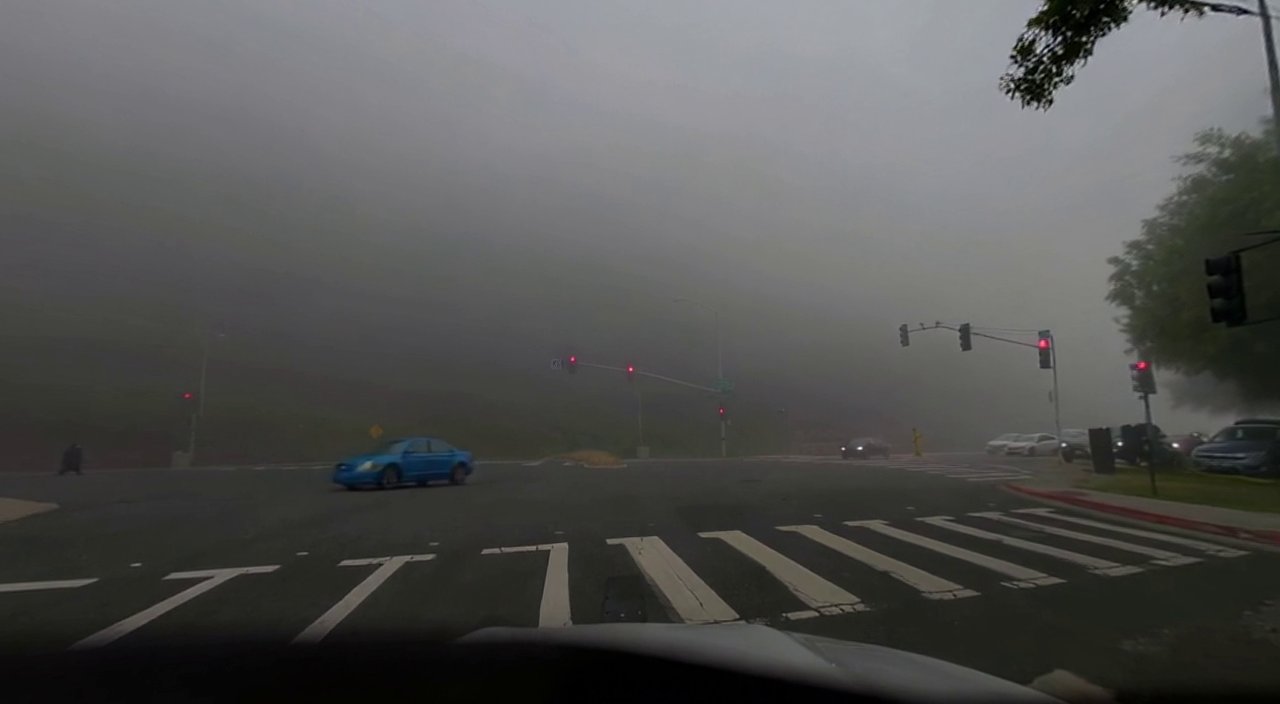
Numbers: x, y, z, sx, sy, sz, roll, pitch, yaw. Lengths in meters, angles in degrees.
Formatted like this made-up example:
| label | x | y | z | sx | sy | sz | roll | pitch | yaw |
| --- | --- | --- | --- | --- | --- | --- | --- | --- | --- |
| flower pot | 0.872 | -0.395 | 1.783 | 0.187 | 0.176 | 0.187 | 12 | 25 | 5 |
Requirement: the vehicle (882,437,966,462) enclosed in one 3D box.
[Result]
| label | x | y | z | sx | sy | sz | roll | pitch | yaw |
| --- | --- | --- | --- | --- | --- | --- | --- | --- | --- |
| vehicle | 18.709 | 6.424 | 41.607 | 5.234 | 1.549 | 1.982 | 4 | -9 | -24 |

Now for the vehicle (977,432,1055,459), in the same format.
| label | x | y | z | sx | sy | sz | roll | pitch | yaw |
| --- | --- | --- | --- | --- | --- | --- | --- | --- | --- |
| vehicle | 26.957 | 6.721 | 45.240 | 5.032 | 1.828 | 2.183 | 4 | -9 | -24 |

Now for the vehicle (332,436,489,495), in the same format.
| label | x | y | z | sx | sy | sz | roll | pitch | yaw |
| --- | --- | --- | --- | --- | --- | --- | --- | --- | --- |
| vehicle | -6.502 | 3.215 | 18.276 | 1.740 | 1.500 | 3.896 | -6 | -11 | 35 |

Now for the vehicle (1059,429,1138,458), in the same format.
| label | x | y | z | sx | sy | sz | roll | pitch | yaw |
| --- | --- | --- | --- | --- | --- | --- | --- | --- | --- |
| vehicle | 36.102 | 7.198 | 49.712 | 6.148 | 2.119 | 2.473 | 4 | -10 | -28 |
